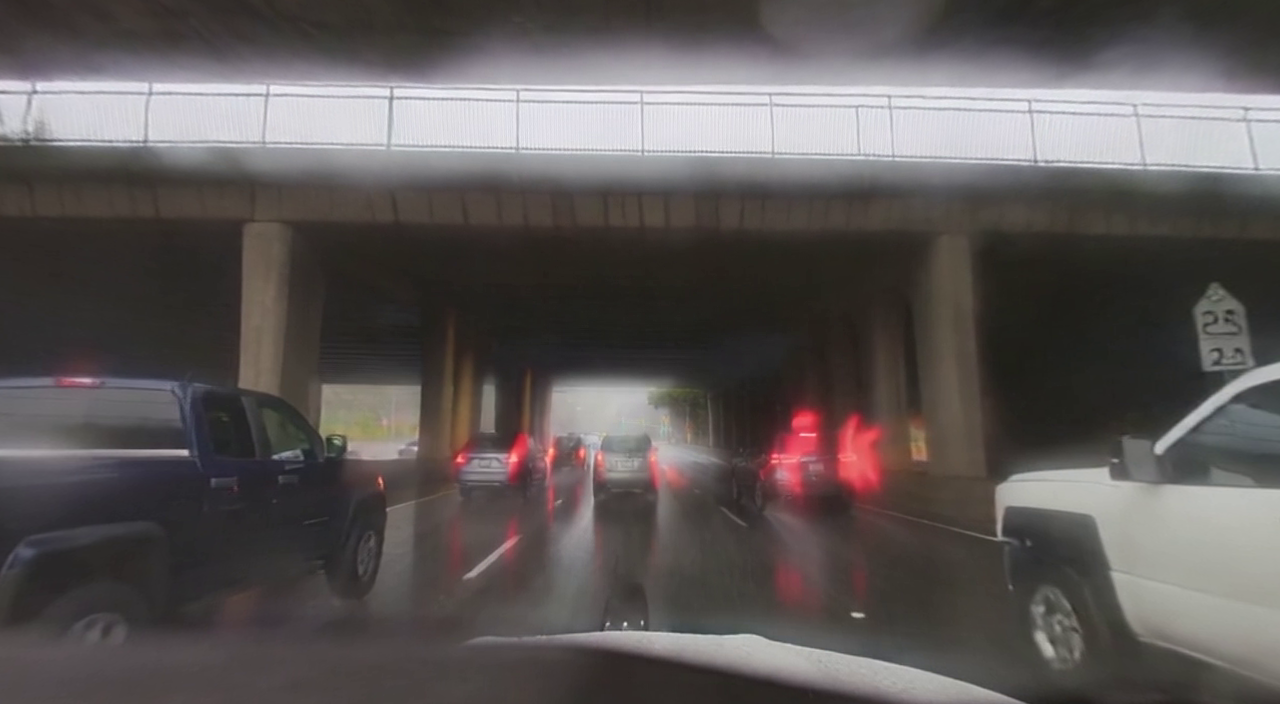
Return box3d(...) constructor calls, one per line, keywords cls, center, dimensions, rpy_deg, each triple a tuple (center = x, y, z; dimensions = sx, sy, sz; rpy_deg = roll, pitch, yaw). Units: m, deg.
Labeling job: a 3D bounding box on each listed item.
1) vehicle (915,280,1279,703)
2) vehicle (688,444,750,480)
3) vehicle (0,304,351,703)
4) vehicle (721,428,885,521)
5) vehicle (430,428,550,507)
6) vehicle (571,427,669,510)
box3d(cls="vehicle", center=(3.710, 0.836, 3.289), dimensions=(2.401, 1.968, 4.841), rpy_deg=(0, -8, 1))
box3d(cls="vehicle", center=(3.382, 4.774, 27.650), dimensions=(2.026, 1.457, 3.969), rpy_deg=(0, -8, -3))
box3d(cls="vehicle", center=(-3.461, 0.808, 2.887), dimensions=(2.074, 1.814, 4.596), rpy_deg=(0, -8, 0))
box3d(cls="vehicle", center=(3.412, 2.693, 14.550), dimensions=(2.234, 1.720, 5.378), rpy_deg=(0, -8, -1))
box3d(cls="vehicle", center=(-3.616, 2.859, 16.046), dimensions=(2.127, 1.720, 4.064), rpy_deg=(0, -8, -2))
box3d(cls="vehicle", center=(-0.481, 2.773, 15.443), dimensions=(2.097, 1.748, 3.794), rpy_deg=(0, -8, -1))
